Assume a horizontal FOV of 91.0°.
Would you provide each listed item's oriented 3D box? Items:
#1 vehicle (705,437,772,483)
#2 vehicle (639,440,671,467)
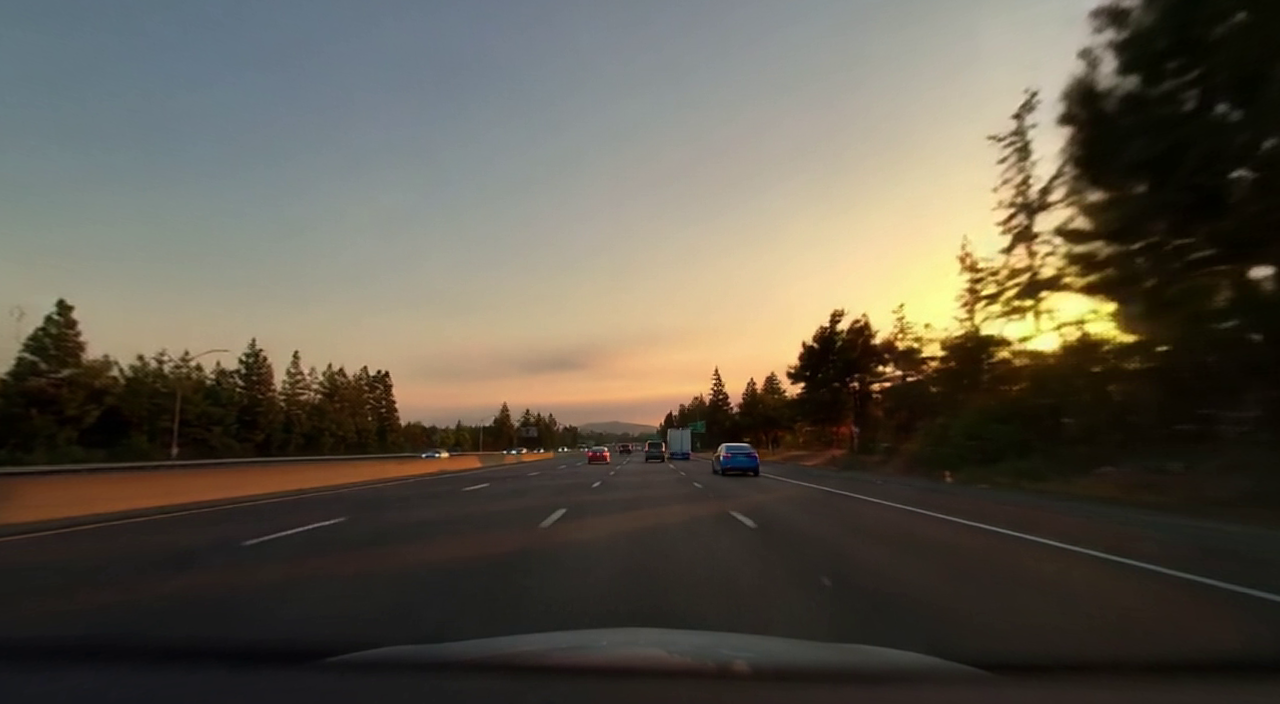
[{"bbox_3d":[3.976,4.426,26.115,2.082,1.720,4.393,0,-9,0],"label":"vehicle"},{"bbox_3d":[1.053,7.375,45.933,2.205,1.785,4.423,0,-9,0],"label":"vehicle"}]
